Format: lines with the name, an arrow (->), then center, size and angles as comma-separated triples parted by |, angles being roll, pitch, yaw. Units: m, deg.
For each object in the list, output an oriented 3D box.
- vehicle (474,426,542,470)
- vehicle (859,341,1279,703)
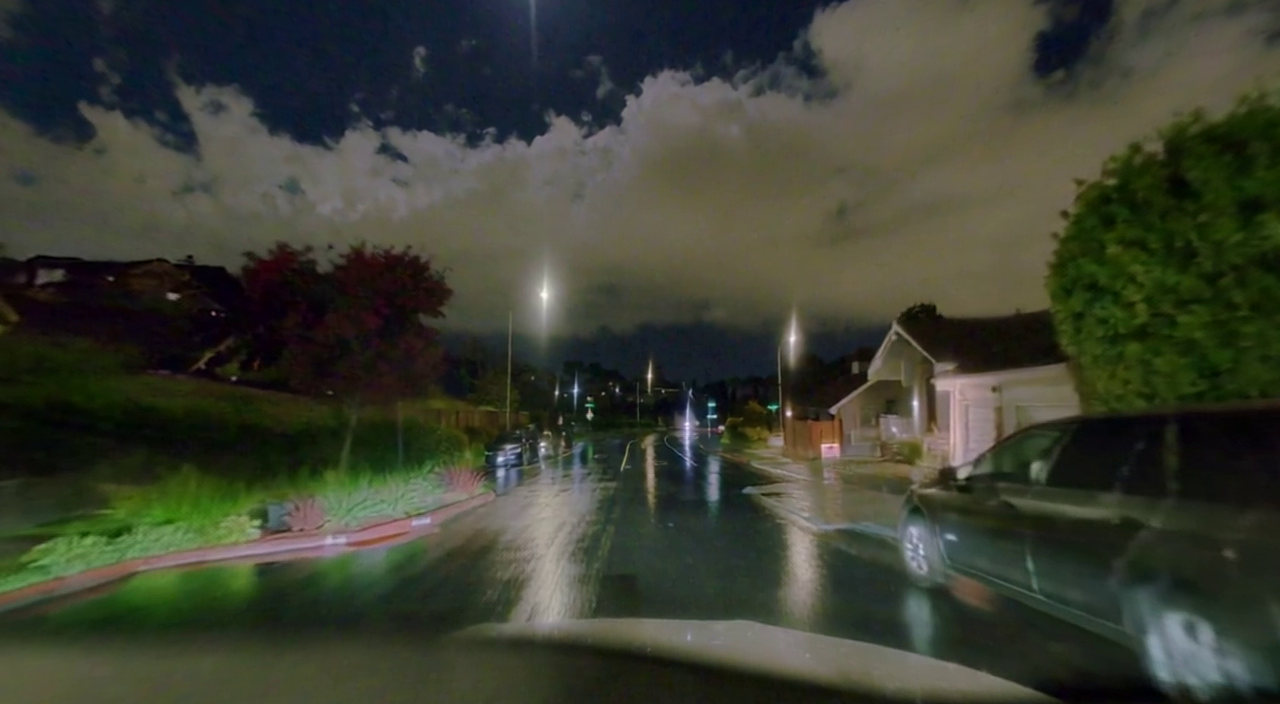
vehicle -> -5.704, 4.183, 27.705 | 2.147, 1.780, 4.165 | 0, -8, -1
vehicle -> 3.287, 0.979, 3.828 | 2.073, 1.619, 4.574 | 0, -8, -3
